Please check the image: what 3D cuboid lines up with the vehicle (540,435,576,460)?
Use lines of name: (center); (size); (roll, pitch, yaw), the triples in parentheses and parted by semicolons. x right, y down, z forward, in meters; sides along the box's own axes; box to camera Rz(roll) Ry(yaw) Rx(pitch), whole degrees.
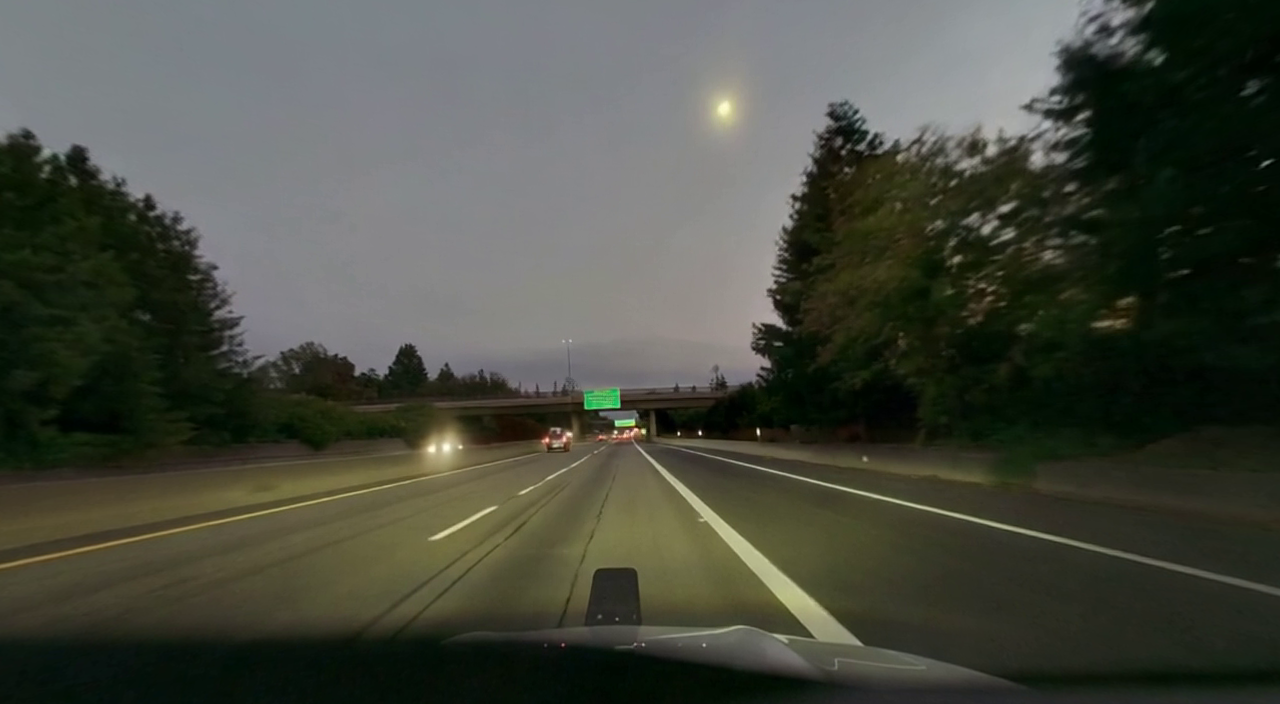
vehicle: (-5.141, 6.045, 40.013); (1.871, 1.489, 4.093); (0, -8, -1)
